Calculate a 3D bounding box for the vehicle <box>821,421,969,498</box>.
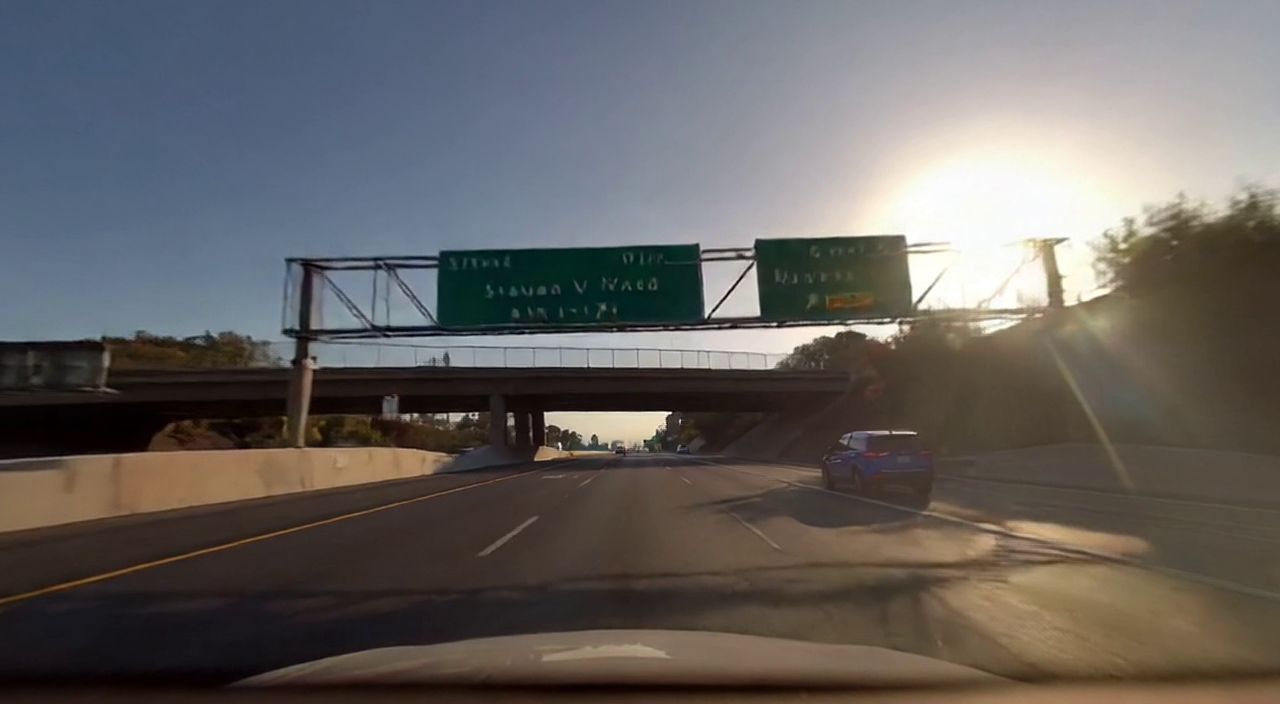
[{"bbox_3d":[7.095,3.059,18.251,2.222,1.899,4.595,0,-9,-1],"label":"vehicle"}]
